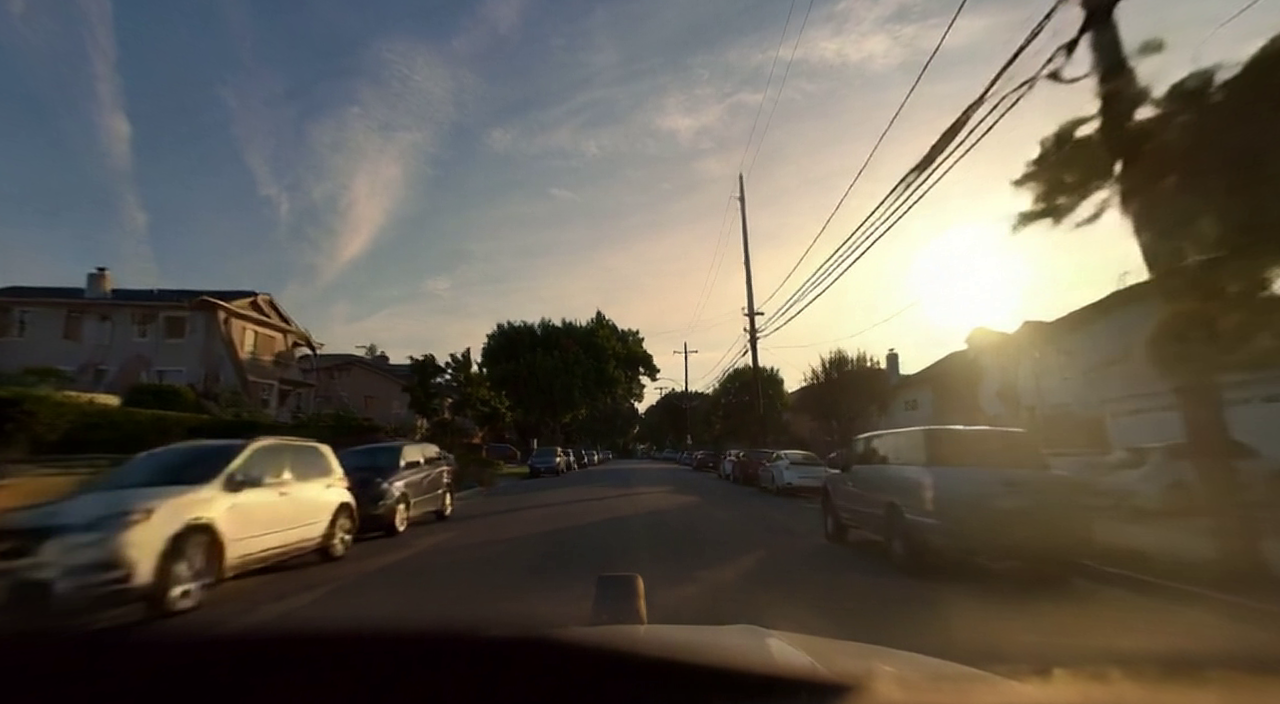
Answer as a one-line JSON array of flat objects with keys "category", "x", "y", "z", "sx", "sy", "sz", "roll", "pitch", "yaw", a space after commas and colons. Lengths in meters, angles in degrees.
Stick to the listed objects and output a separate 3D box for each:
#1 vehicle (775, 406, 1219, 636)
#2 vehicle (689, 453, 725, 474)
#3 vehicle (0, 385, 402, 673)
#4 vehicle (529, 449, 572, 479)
[{"category": "vehicle", "x": 3.720, "y": 1.860, "z": 8.395, "sx": 2.415, "sy": 1.963, "sz": 5.688, "roll": 0, "pitch": -8, "yaw": -2}, {"category": "vehicle", "x": 4.784, "y": 8.045, "z": 45.648, "sx": 1.847, "sy": 1.448, "sz": 4.162, "roll": 0, "pitch": -9, "yaw": -3}, {"category": "vehicle", "x": -4.748, "y": 1.630, "z": 7.103, "sx": 2.094, "sy": 1.927, "sz": 5.573, "roll": 1, "pitch": -9, "yaw": -2}, {"category": "vehicle", "x": -4.972, "y": 6.258, "z": 35.507, "sx": 1.983, "sy": 1.579, "sz": 3.879, "roll": 1, "pitch": -9, "yaw": -2}]
